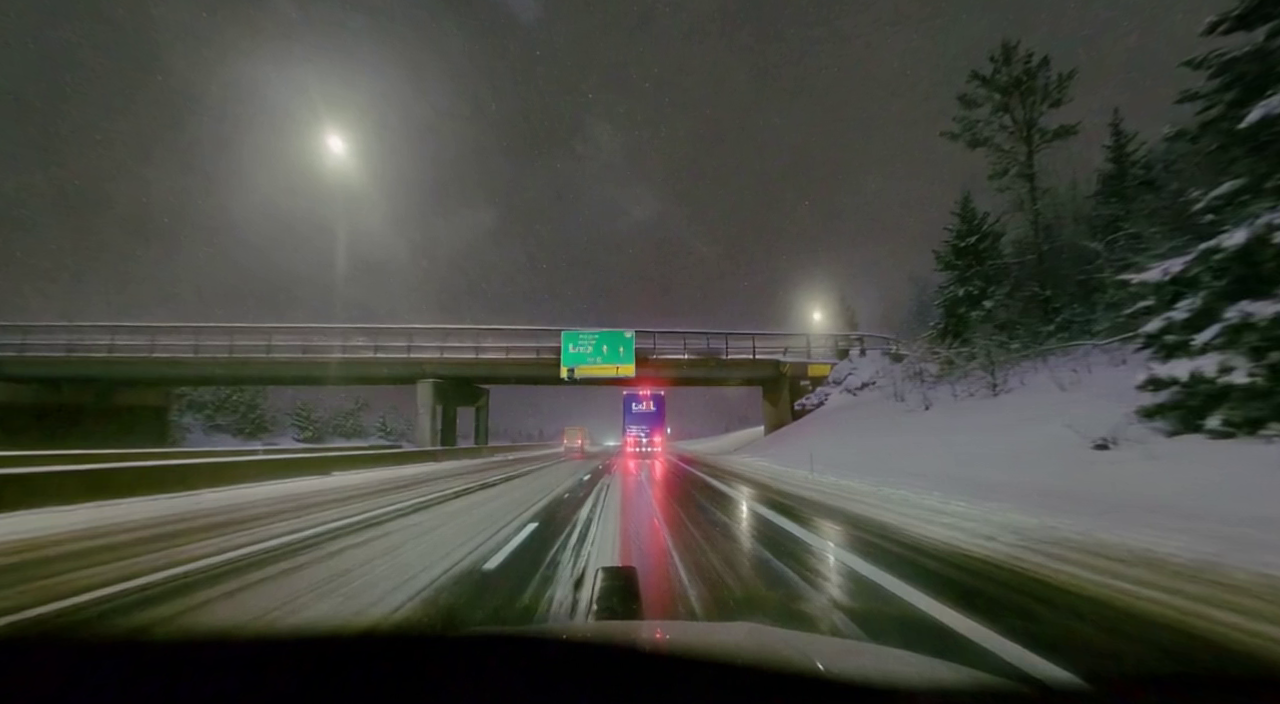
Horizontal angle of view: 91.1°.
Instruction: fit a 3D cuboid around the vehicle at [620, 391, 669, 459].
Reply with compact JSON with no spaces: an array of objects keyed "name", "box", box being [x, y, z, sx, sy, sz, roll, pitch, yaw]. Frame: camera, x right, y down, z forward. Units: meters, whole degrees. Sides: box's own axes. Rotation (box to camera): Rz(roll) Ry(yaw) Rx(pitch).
[{"name":"vehicle","box":[0.223,5.522,46.251,3.034,4.194,14.704,0,-8,0]}]
